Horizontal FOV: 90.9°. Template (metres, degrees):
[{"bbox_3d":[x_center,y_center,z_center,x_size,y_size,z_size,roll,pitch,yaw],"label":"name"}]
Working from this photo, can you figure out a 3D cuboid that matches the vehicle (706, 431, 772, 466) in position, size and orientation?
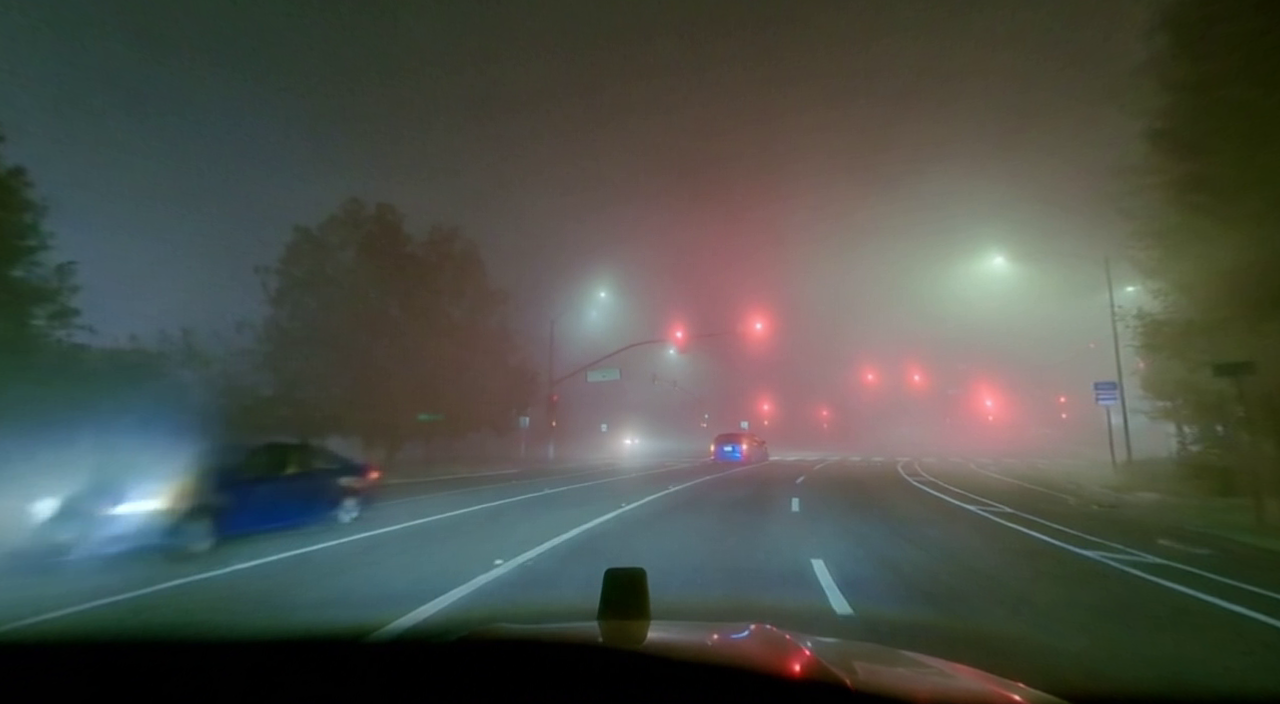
[{"bbox_3d":[4.909,4.677,30.754,2.055,1.573,4.065,-4,-9,26],"label":"vehicle"}]

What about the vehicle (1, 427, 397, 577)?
[{"bbox_3d":[-5.710,1.943,9.176,1.983,1.562,4.652,-1,-8,8],"label":"vehicle"}]
